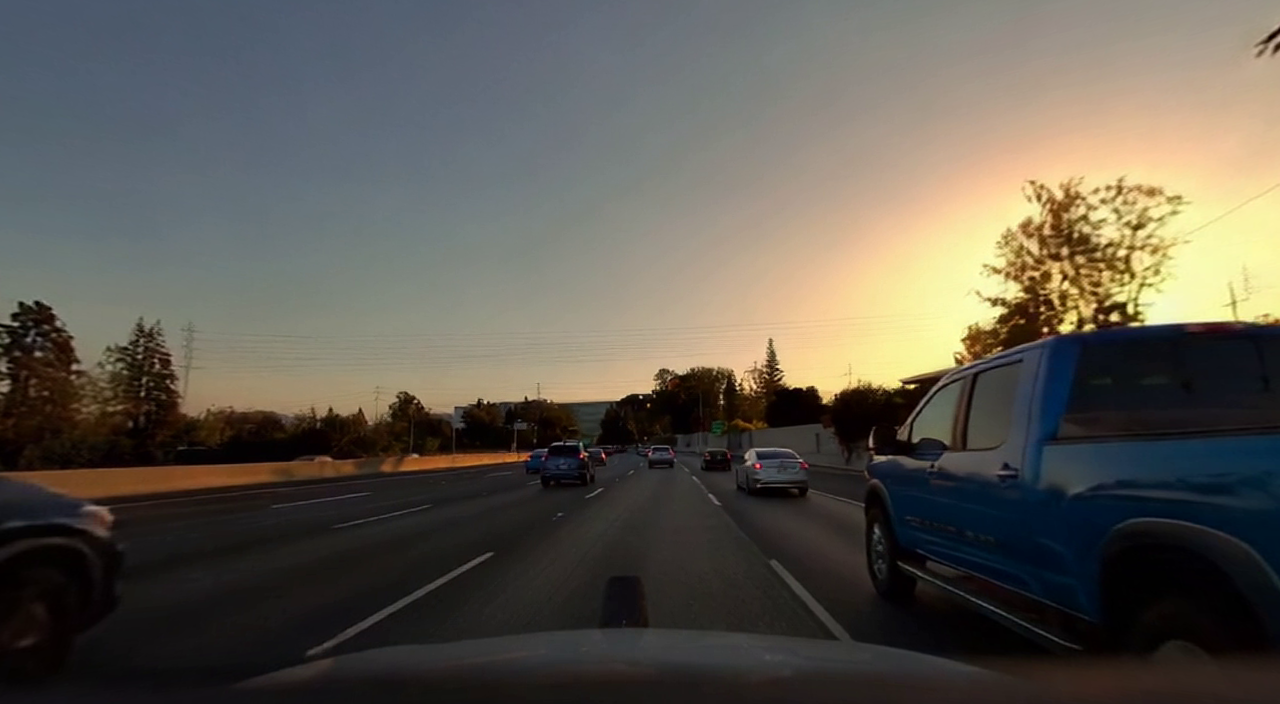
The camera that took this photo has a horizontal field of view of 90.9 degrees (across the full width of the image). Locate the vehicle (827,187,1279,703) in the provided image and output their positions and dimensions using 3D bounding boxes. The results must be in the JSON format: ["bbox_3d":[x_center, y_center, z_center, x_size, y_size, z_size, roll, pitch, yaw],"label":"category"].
[{"bbox_3d":[3.459,0.856,3.646,3.024,2.092,6.797,-1,-8,3],"label":"vehicle"}]

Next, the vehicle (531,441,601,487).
[{"bbox_3d":[-3.005,4.664,26.660,2.209,1.714,4.576,-1,-8,3],"label":"vehicle"}]

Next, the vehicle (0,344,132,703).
[{"bbox_3d":[-3.974,0.622,1.137,2.146,1.775,4.553,-1,-8,3],"label":"vehicle"}]

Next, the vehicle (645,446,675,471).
[{"bbox_3d":[1.413,7.527,44.838,2.080,1.682,4.150,0,-8,2],"label":"vehicle"}]

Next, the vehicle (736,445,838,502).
[{"bbox_3d":[4.325,3.623,19.342,2.111,1.498,4.466,0,-8,1],"label":"vehicle"}]

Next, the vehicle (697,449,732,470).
[{"bbox_3d":[5.454,7.909,46.657,2.072,1.456,4.537,0,-8,1],"label":"vehicle"}]
